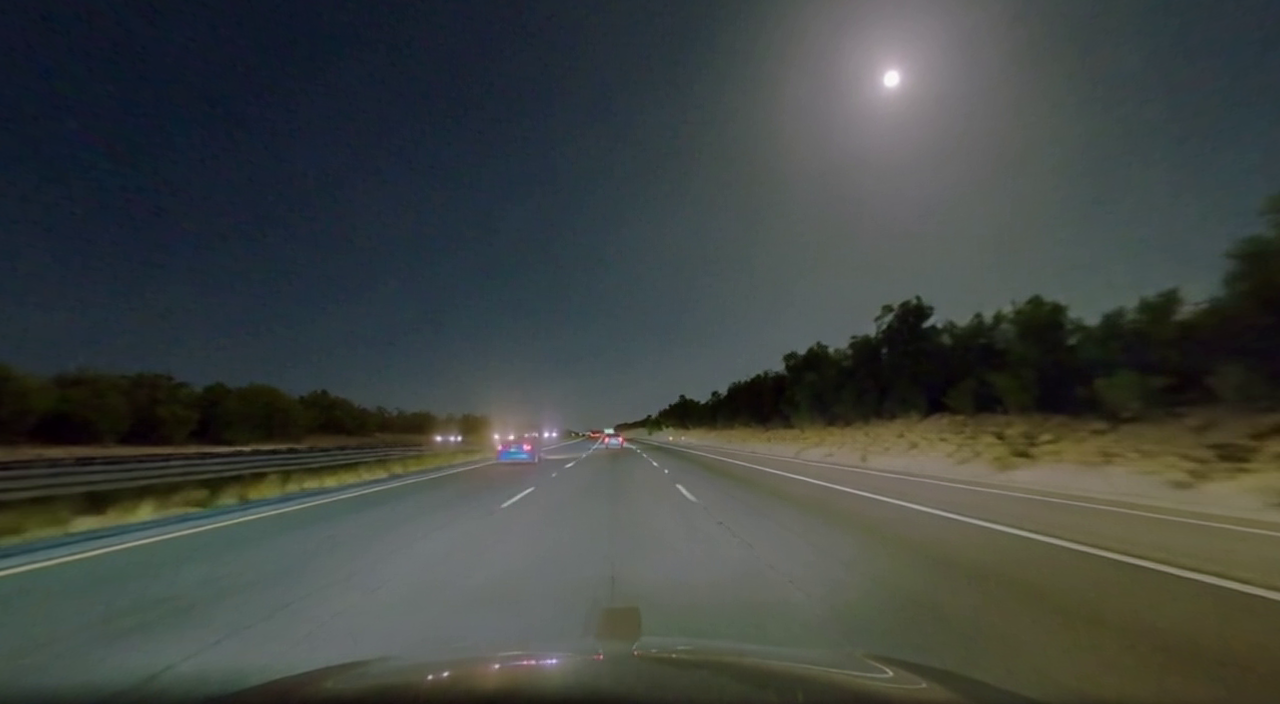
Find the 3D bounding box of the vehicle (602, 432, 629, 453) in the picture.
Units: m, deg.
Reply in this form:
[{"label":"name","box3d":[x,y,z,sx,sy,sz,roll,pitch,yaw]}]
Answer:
[{"label":"vehicle","box3d":[-1.908,7.012,48.988,1.997,1.589,4.179,0,-8,-2]}]

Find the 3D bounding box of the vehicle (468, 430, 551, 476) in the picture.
[{"label":"vehicle","box3d":[-4.785,3.766,23.912,2.141,1.534,5.099,0,-8,-1]}]
